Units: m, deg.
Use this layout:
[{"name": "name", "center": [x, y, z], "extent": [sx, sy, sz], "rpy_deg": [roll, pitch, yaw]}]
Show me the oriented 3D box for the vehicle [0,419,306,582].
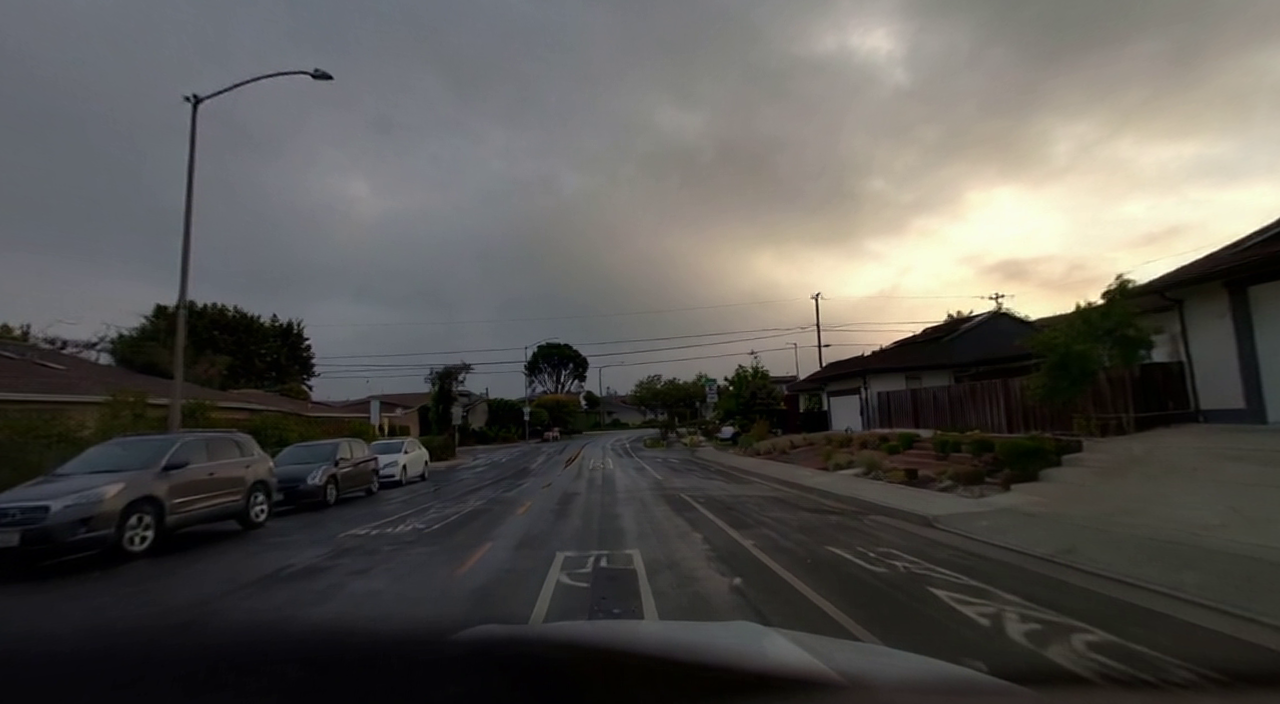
[{"name": "vehicle", "center": [-6.941, 1.907, 9.144], "extent": [1.865, 1.750, 4.507], "rpy_deg": [0, -8, -2]}]
